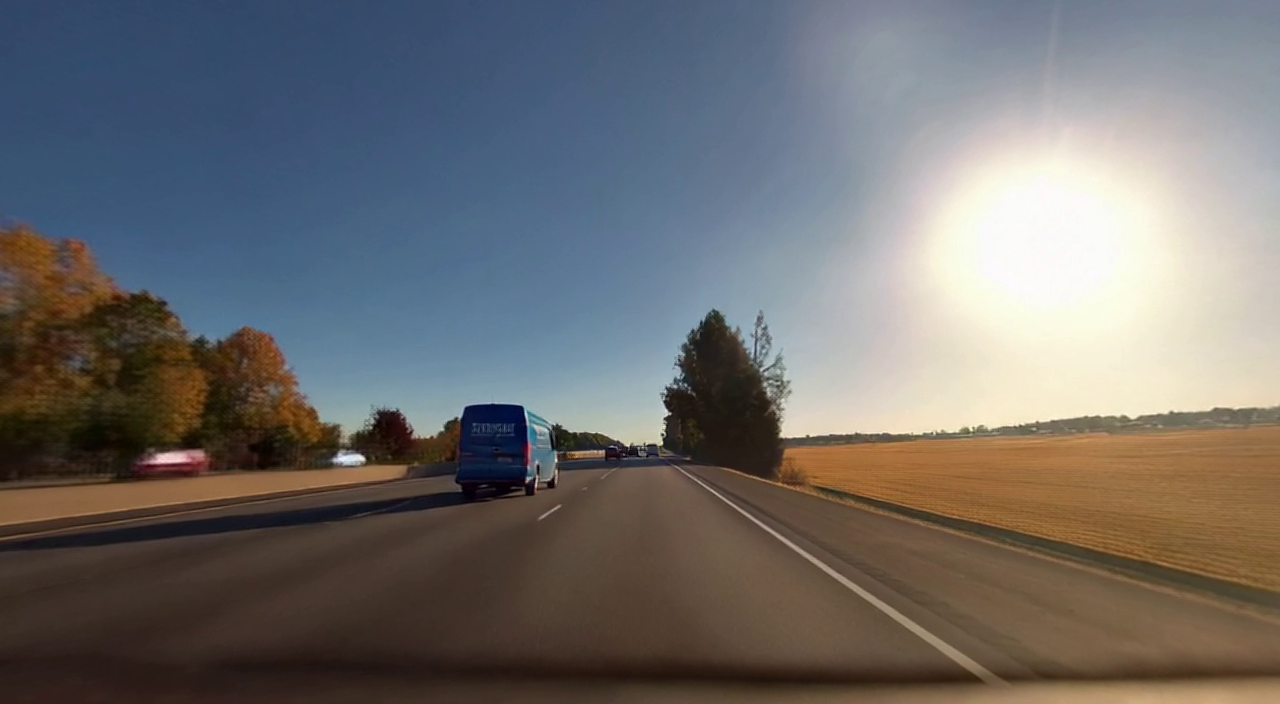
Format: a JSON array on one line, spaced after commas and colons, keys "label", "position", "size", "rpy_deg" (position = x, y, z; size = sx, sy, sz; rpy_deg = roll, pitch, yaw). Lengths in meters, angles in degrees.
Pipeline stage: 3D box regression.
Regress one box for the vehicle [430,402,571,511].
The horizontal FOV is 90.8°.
[{"label": "vehicle", "position": [-3.346, 2.676, 16.503], "size": [2.360, 2.367, 5.223], "rpy_deg": [0, -9, 1]}]
